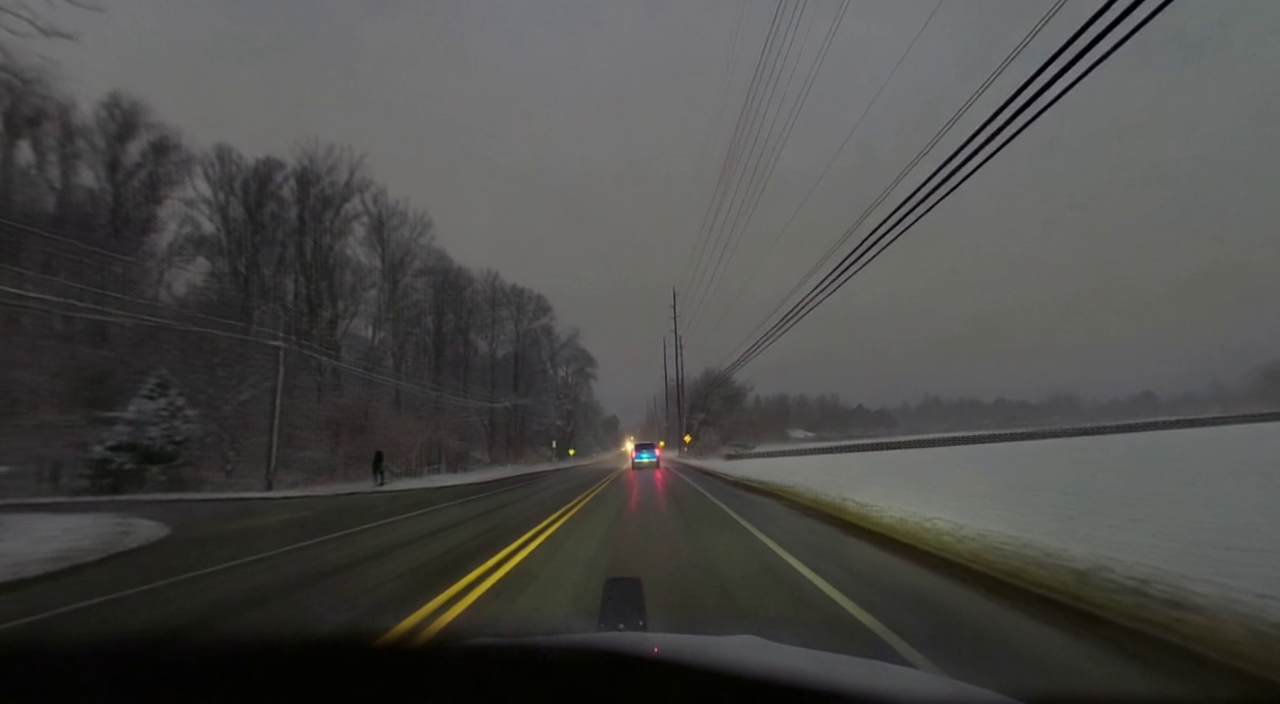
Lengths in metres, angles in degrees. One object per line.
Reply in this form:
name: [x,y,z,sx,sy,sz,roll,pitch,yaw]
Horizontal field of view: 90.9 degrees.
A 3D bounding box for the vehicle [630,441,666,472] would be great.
vehicle: [0.527,7.545,45.741,2.468,2.056,4.422,0,-9,0]
